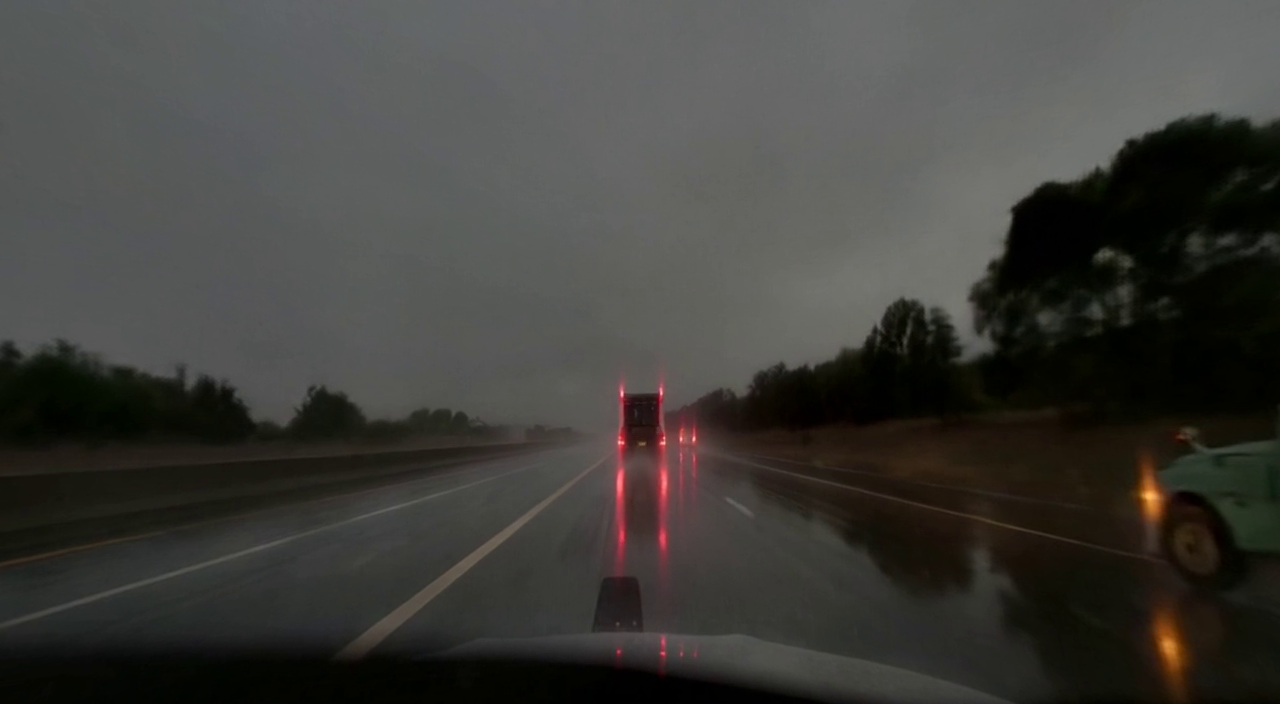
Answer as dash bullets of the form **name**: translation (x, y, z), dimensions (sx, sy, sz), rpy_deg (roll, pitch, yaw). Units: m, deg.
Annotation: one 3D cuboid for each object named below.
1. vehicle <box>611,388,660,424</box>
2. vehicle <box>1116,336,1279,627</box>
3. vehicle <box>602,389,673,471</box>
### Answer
- **vehicle**: translation (-0.200, 2.534, 28.926), dimensions (2.112, 1.472, 4.240), rpy_deg (0, -8, 0)
- **vehicle**: translation (5.115, 0.677, 2.932), dimensions (2.091, 1.829, 4.625), rpy_deg (0, -8, -1)
- **vehicle**: translation (-0.296, 4.068, 33.059), dimensions (2.953, 3.406, 13.372), rpy_deg (0, -7, -2)
